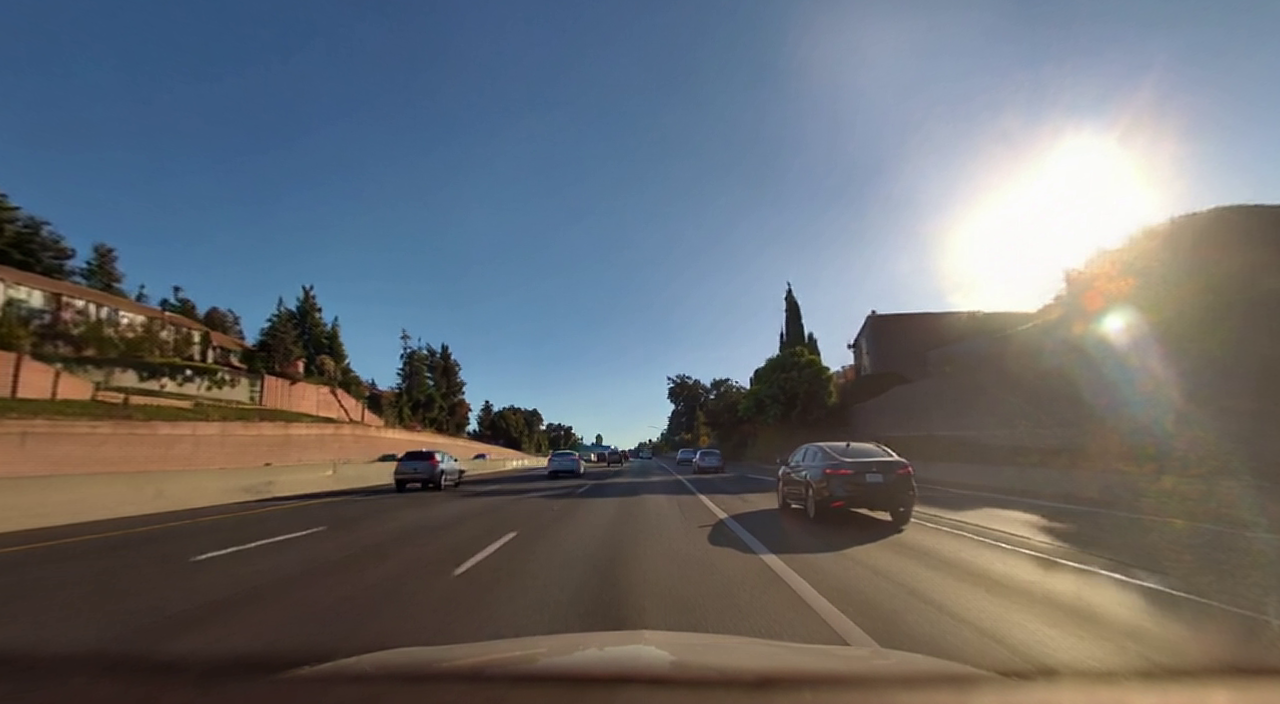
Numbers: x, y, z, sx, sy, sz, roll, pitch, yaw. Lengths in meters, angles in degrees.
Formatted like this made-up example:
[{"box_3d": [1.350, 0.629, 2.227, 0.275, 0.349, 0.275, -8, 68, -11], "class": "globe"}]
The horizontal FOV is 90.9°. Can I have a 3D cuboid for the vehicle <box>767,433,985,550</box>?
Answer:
[{"box_3d": [3.523, 2.137, 10.425, 1.912, 1.509, 4.291, 0, -8, 0], "class": "vehicle"}]

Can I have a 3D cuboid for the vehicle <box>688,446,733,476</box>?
[{"box_3d": [3.595, 5.662, 32.913, 1.854, 1.438, 3.954, 0, -8, 0], "class": "vehicle"}]

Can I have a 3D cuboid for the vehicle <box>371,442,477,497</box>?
[{"box_3d": [-7.283, 3.961, 21.754, 2.057, 1.681, 4.277, 0, -8, 1], "class": "vehicle"}]

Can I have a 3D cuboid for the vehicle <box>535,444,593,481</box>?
[{"box_3d": [-3.458, 5.136, 29.637, 2.136, 1.571, 4.285, 0, -8, 1], "class": "vehicle"}]
